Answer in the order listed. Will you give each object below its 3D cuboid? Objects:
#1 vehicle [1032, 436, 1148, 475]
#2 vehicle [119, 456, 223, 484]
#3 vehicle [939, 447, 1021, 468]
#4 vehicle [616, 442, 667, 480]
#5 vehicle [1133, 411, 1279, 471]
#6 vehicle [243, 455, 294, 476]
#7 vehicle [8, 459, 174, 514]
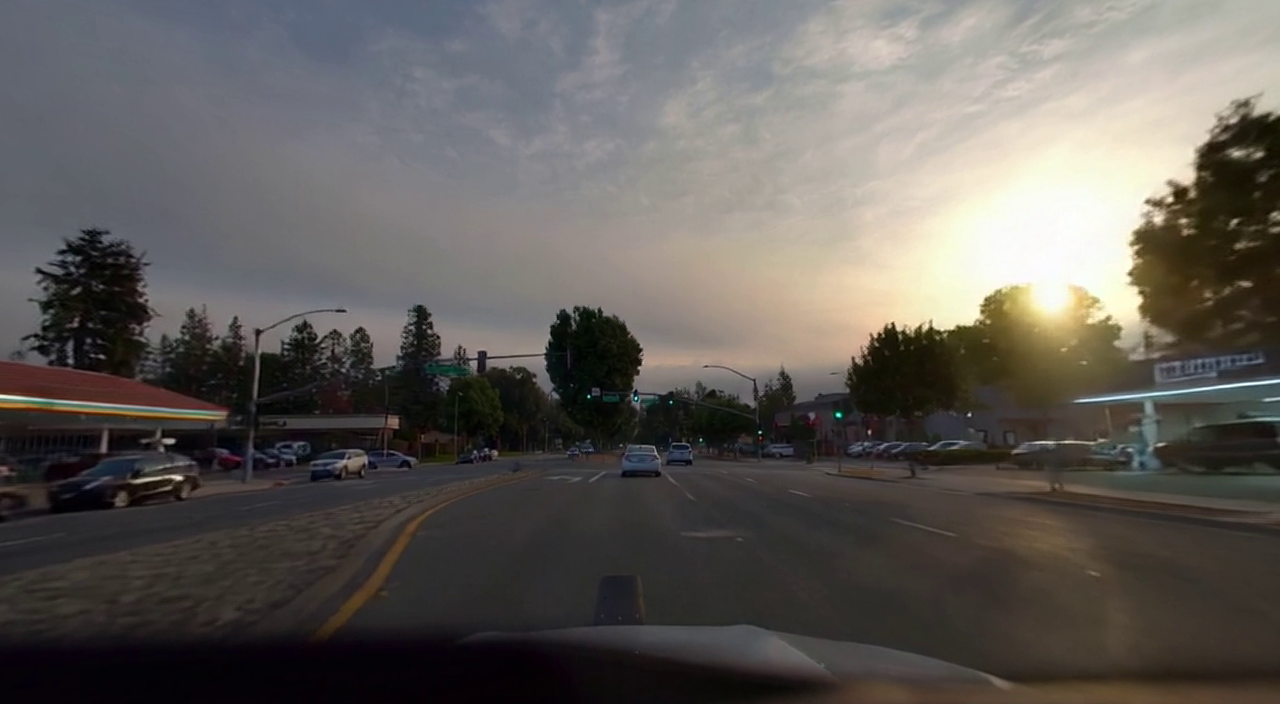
[{"bbox_3d":[20.394,4.724,28.844,1.950,1.519,4.860,-4,-9,5],"label":"vehicle"},{"bbox_3d":[-28.133,7.035,37.900,1.938,1.462,4.510,-5,-10,29],"label":"vehicle"},{"bbox_3d":[24.751,7.686,45.890,4.788,1.481,1.959,0,-9,1],"label":"vehicle"},{"bbox_3d":[0.050,4.852,28.306,2.145,1.572,4.021,0,-9,0],"label":"vehicle"},{"bbox_3d":[20.626,3.108,21.780,2.254,1.804,5.953,0,-9,-1],"label":"vehicle"},{"bbox_3d":[-28.818,8.724,48.734,4.436,1.464,1.999,-8,-11,41],"label":"vehicle"},{"bbox_3d":[-19.039,4.647,22.160,1.920,1.638,4.299,0,-9,0],"label":"vehicle"}]
